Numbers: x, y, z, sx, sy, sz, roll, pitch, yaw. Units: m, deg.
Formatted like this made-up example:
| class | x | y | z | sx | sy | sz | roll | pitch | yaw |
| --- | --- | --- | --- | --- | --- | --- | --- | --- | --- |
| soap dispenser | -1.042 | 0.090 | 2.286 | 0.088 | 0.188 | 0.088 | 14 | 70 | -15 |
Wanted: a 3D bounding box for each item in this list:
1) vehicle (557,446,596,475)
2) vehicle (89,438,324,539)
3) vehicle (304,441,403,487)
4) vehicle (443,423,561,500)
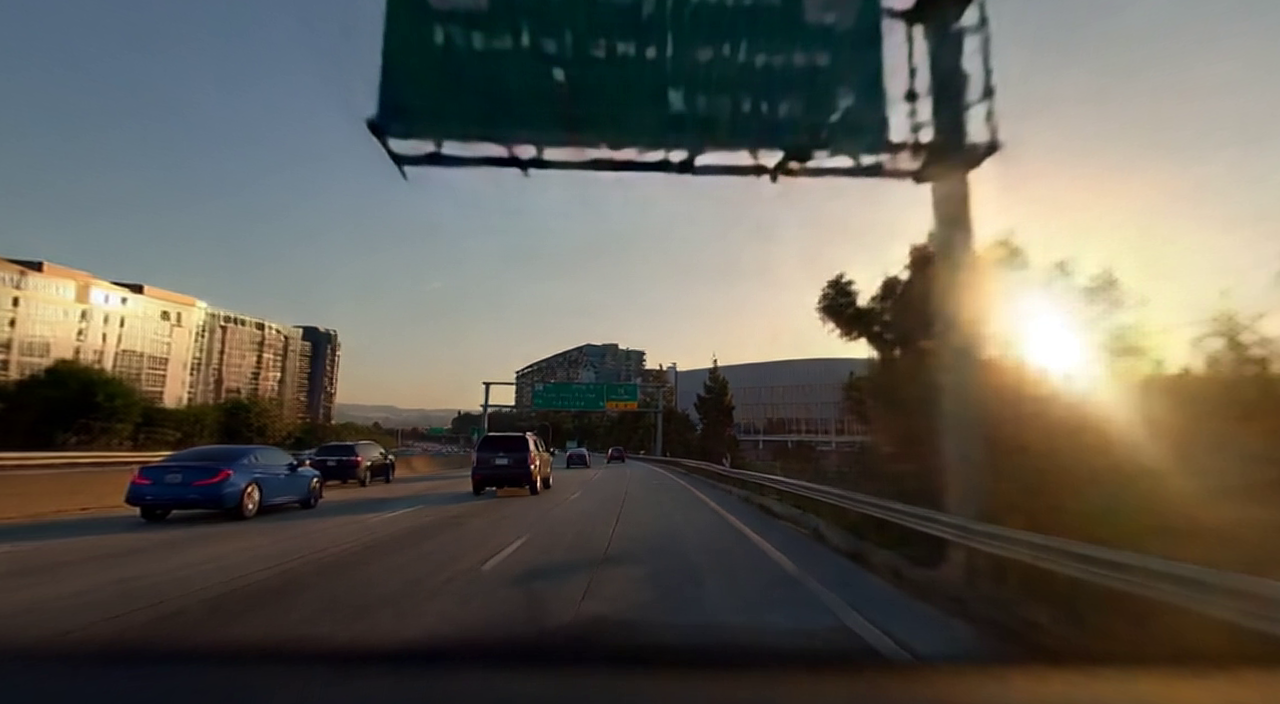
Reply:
| class | x | y | z | sx | sy | sz | roll | pitch | yaw |
| --- | --- | --- | --- | --- | --- | --- | --- | --- | --- |
| vehicle | -3.771 | 6.462 | 37.824 | 1.955 | 1.614 | 3.817 | 0 | -8 | 0 |
| vehicle | -7.452 | 2.330 | 11.322 | 1.796 | 1.509 | 3.393 | 0 | -8 | 0 |
| vehicle | -11.436 | 4.470 | 25.564 | 1.919 | 1.665 | 4.394 | 0 | -8 | 0 |
| vehicle | -3.943 | 3.248 | 19.119 | 2.301 | 1.985 | 5.247 | 0 | -8 | 1 |
